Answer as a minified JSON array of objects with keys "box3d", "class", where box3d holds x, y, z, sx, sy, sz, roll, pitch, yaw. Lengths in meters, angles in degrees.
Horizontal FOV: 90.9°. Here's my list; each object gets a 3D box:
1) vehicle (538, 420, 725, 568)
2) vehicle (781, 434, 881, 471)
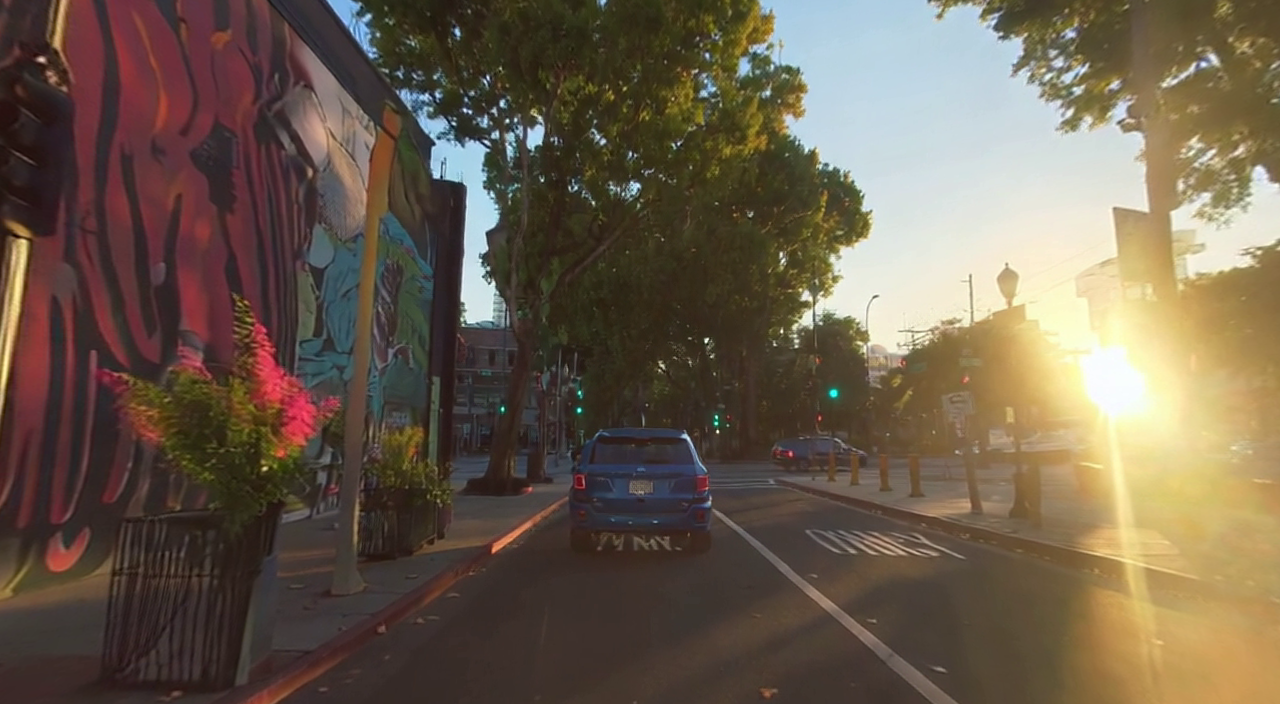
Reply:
[{"box3d":[-0.101,1.882,9.040,2.079,1.621,3.861,0,-9,0],"class":"vehicle"},{"box3d":[11.536,6.021,38.061,5.513,2.063,2.448,4,-10,-26],"class":"vehicle"}]
